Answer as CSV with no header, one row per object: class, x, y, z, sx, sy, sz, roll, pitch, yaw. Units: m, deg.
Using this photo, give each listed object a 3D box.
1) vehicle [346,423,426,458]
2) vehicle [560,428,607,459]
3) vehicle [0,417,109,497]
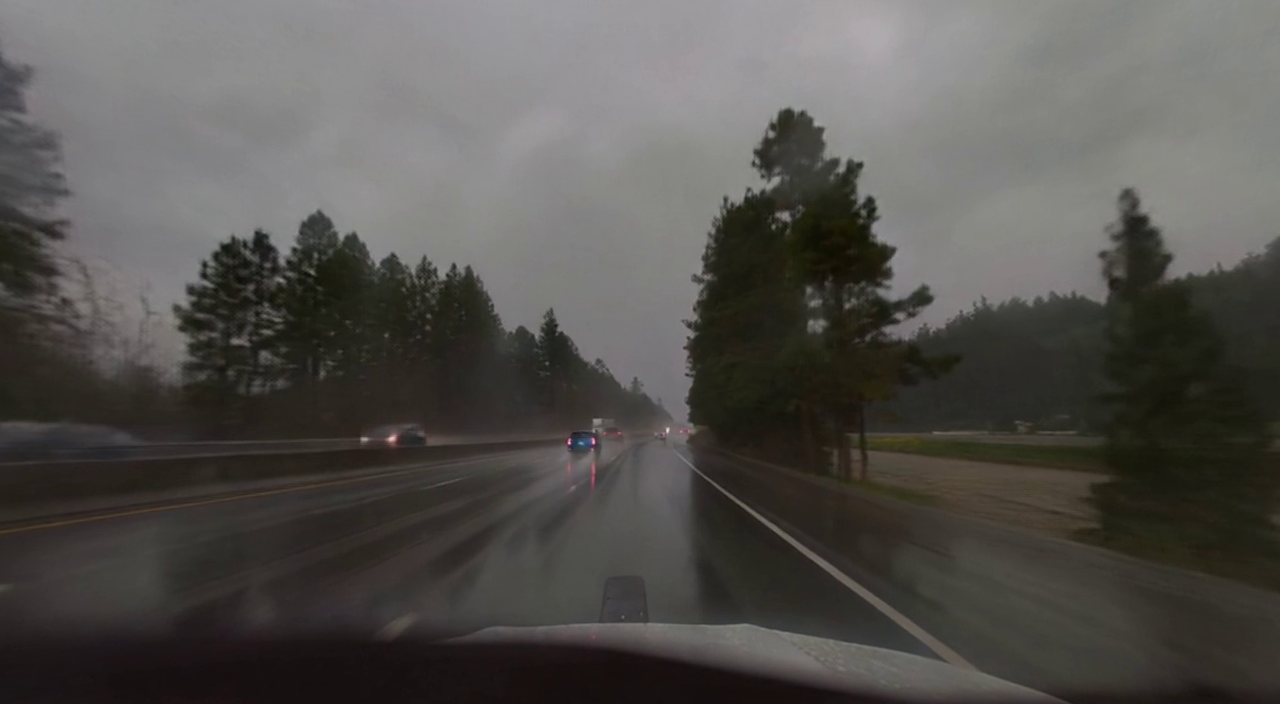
vehicle,-12.989,4.565,32.429,2.069,1.653,4.654,0,-8,1
vehicle,-3.026,5.086,34.756,2.053,1.589,4.671,0,-8,2
vehicle,-13.413,2.098,12.566,1.939,1.524,4.056,0,-8,1
